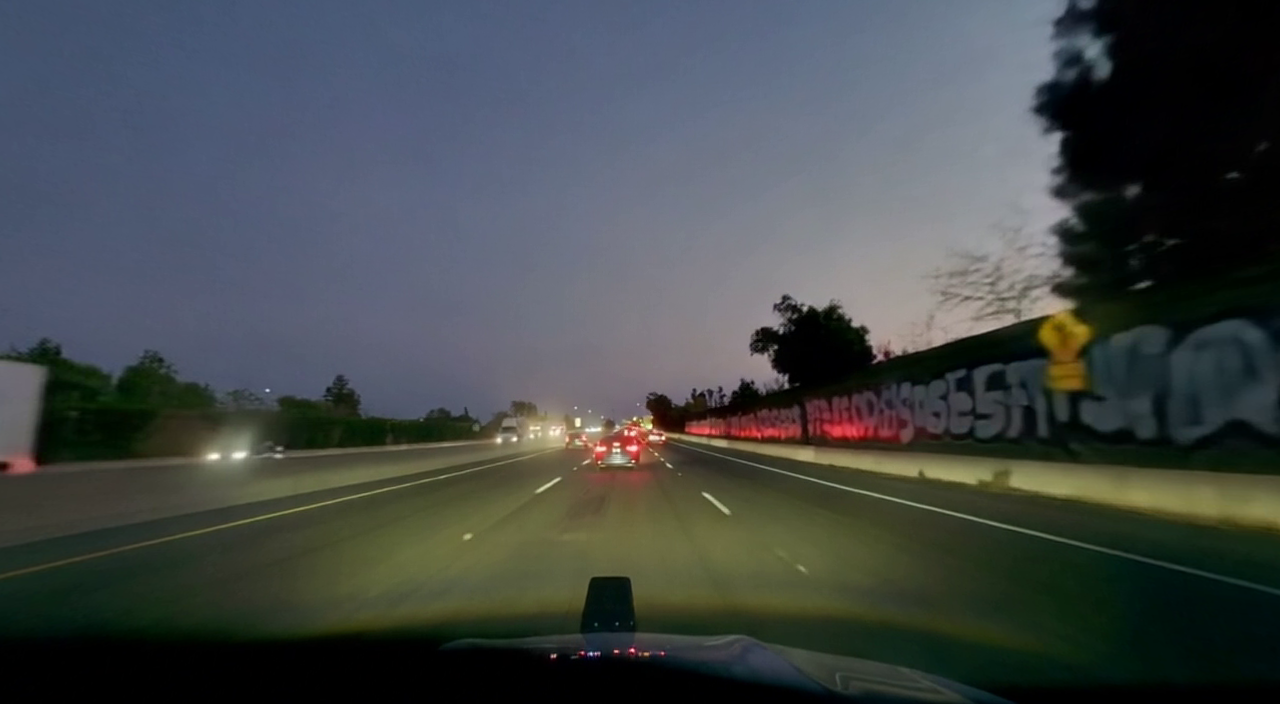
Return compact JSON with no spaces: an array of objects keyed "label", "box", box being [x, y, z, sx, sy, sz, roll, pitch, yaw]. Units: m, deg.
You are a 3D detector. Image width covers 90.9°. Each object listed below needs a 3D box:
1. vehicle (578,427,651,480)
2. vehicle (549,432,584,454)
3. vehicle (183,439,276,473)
[{"label":"vehicle","box":[-0.736,3.101,19.490,2.044,1.477,3.693,0,-8,-1]},{"label":"vehicle","box":[-5.115,6.385,44.345,2.022,1.440,4.491,0,-8,-1]},{"label":"vehicle","box":[-21.598,5.444,33.380,2.006,1.636,4.407,0,-8,-2]}]
